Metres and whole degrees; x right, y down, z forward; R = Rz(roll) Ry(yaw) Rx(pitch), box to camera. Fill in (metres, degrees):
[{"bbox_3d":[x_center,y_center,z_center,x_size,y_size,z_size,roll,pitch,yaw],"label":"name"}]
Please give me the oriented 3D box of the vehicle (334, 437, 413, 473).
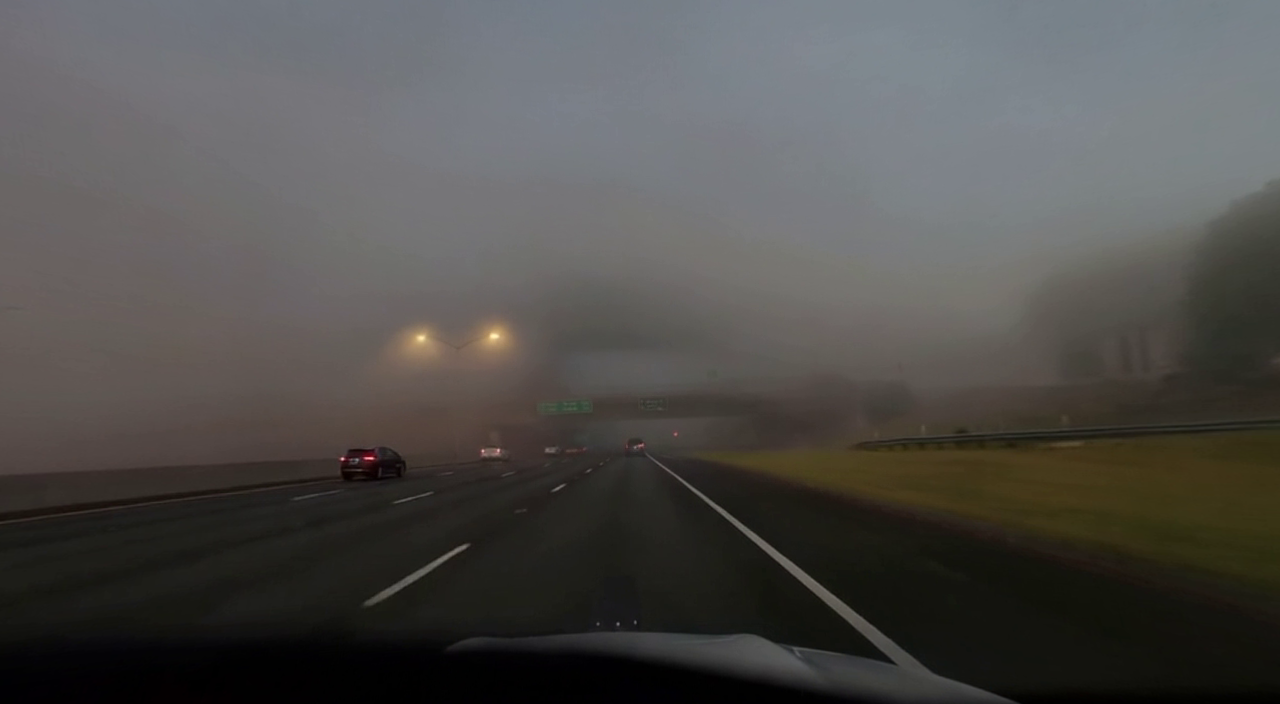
[{"bbox_3d":[-14.422,5.600,34.591,2.049,1.792,5.177,0,-8,0],"label":"vehicle"}]
